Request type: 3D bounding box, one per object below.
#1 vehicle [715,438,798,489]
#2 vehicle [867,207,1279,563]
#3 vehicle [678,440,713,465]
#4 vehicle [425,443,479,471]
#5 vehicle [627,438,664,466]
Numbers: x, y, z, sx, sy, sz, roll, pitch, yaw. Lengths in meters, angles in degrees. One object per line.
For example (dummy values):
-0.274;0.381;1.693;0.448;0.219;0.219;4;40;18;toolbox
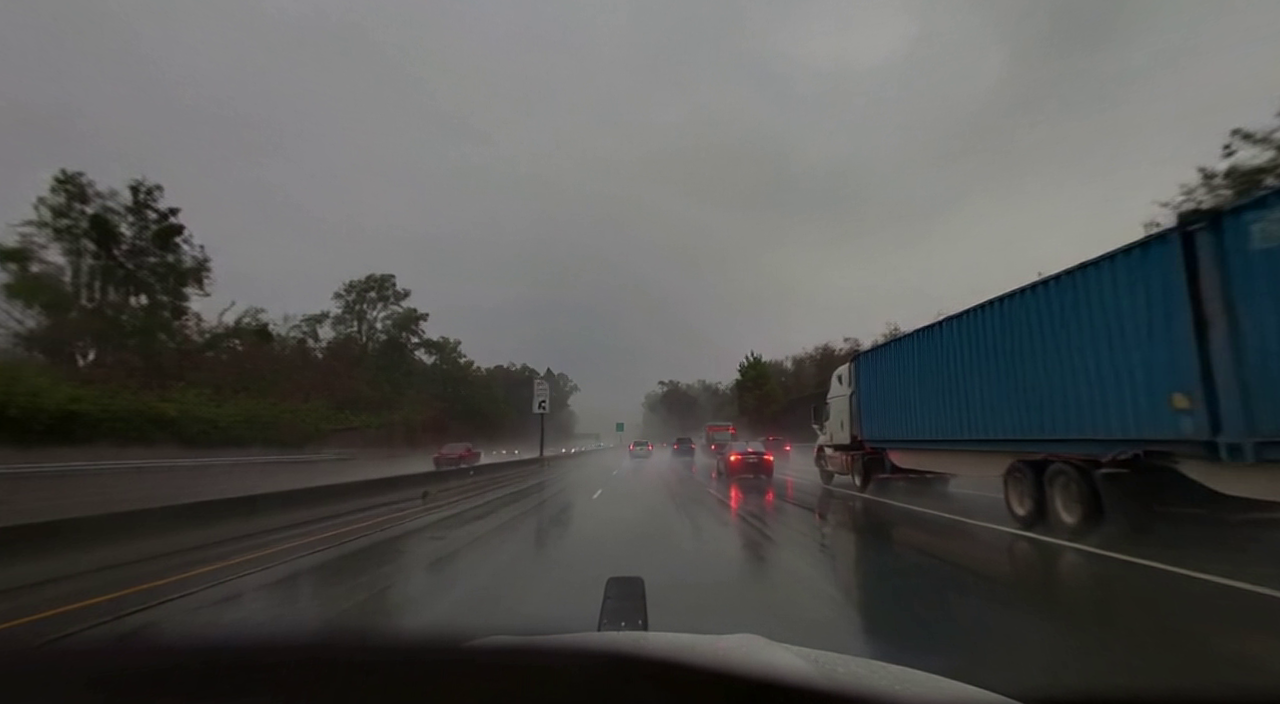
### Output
3.773;3.674;21.129;1.888;1.501;4.608;0;-8;0;vehicle
7.335;0.964;11.587;2.752;3.975;9.319;0;-8;0;vehicle
3.906;7.113;44.641;2.084;1.668;4.511;0;-8;0;vehicle
-13.193;7.372;44.409;2.200;1.857;4.748;0;-8;1;vehicle
0.391;6.529;41.088;2.313;1.736;4.215;0;-8;1;vehicle
